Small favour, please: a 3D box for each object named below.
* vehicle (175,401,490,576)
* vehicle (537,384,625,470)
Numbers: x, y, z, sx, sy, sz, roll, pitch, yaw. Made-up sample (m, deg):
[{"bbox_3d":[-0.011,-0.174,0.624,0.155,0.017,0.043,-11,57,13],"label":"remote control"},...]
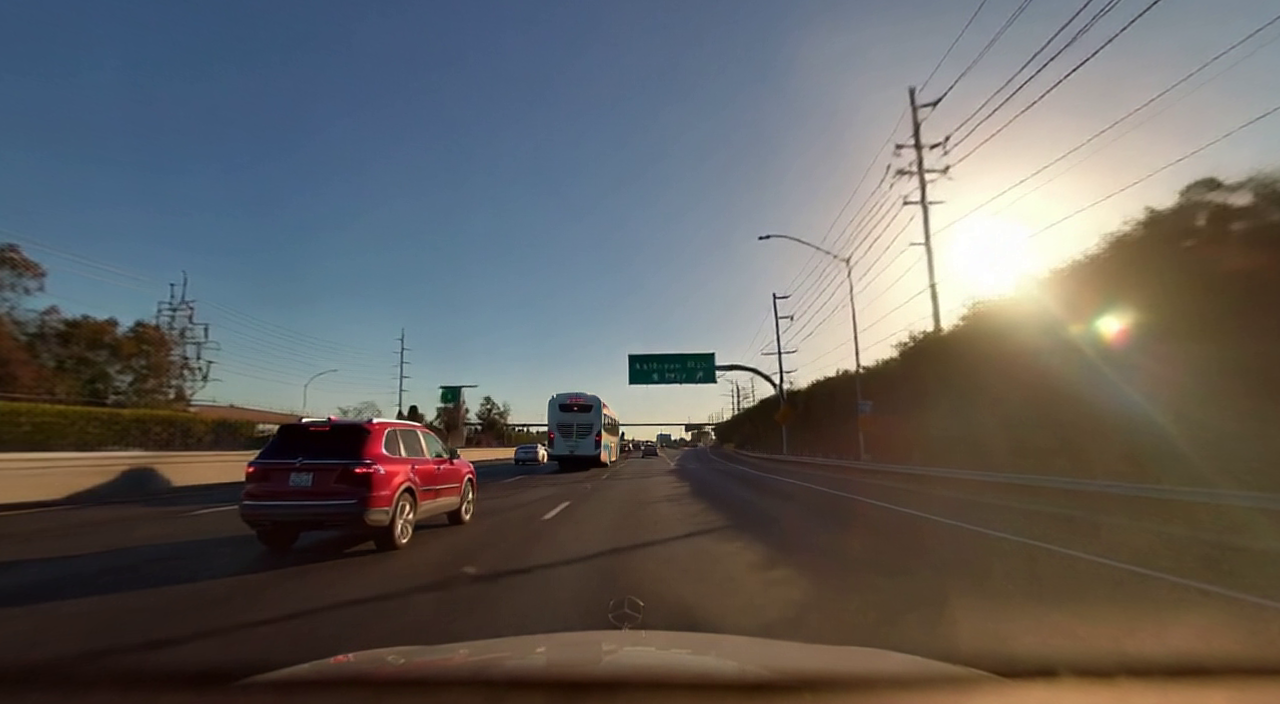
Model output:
[{"bbox_3d":[-3.585,1.674,8.473,2.021,1.730,4.223,0,-8,1],"label":"vehicle"},{"bbox_3d":[-2.741,4.230,33.664,3.382,3.712,11.766,1,-9,1],"label":"vehicle"}]
